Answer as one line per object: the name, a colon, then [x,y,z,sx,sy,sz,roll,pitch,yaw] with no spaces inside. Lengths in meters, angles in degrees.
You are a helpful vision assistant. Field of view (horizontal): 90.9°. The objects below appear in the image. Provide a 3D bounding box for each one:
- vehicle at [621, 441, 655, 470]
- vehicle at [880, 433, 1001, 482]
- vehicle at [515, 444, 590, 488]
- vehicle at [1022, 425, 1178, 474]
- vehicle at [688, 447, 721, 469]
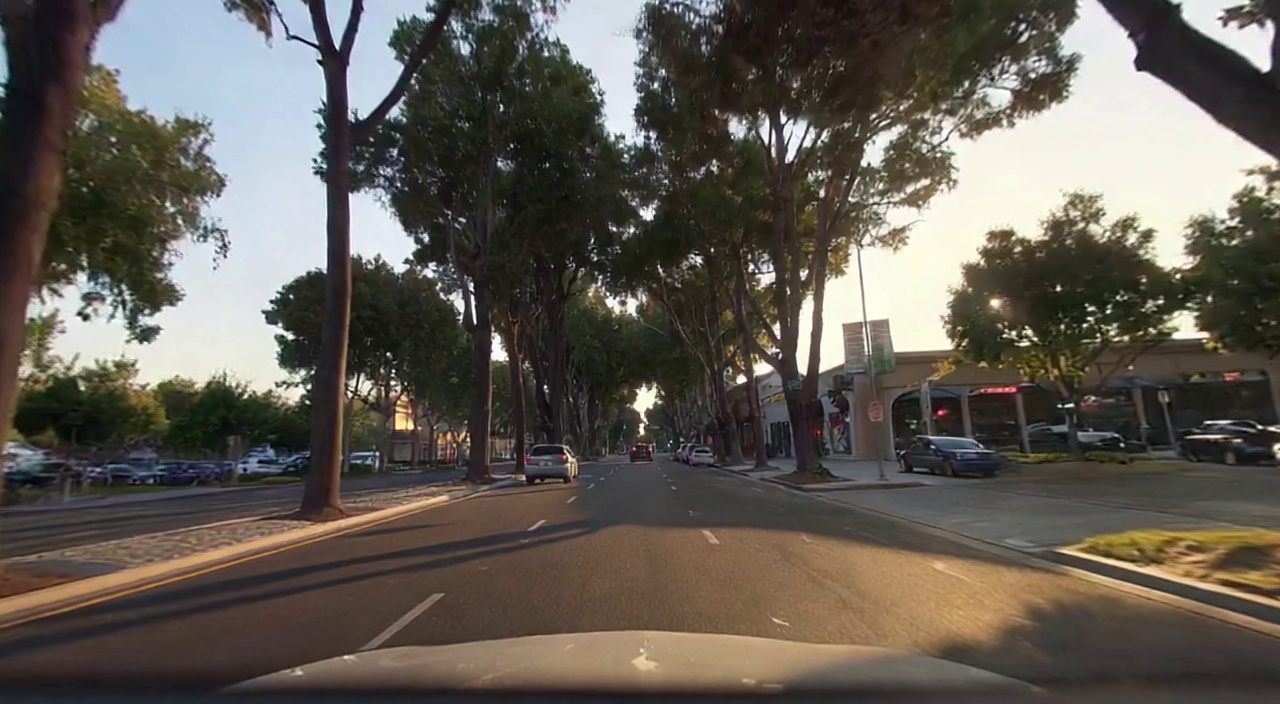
vehicle: [-0.153,6.584,40.301,2.075,1.770,4.018,0,-9,-1]
vehicle: [10.254,3.637,21.956,1.998,1.494,4.411,0,-9,-1]
vehicle: [-3.214,4.314,24.246,2.151,1.484,4.468,0,-9,1]
vehicle: [15.515,3.340,21.637,2.000,1.494,4.382,0,-9,0]
vehicle: [4.543,7.551,45.115,1.896,1.451,4.329,0,-9,0]
